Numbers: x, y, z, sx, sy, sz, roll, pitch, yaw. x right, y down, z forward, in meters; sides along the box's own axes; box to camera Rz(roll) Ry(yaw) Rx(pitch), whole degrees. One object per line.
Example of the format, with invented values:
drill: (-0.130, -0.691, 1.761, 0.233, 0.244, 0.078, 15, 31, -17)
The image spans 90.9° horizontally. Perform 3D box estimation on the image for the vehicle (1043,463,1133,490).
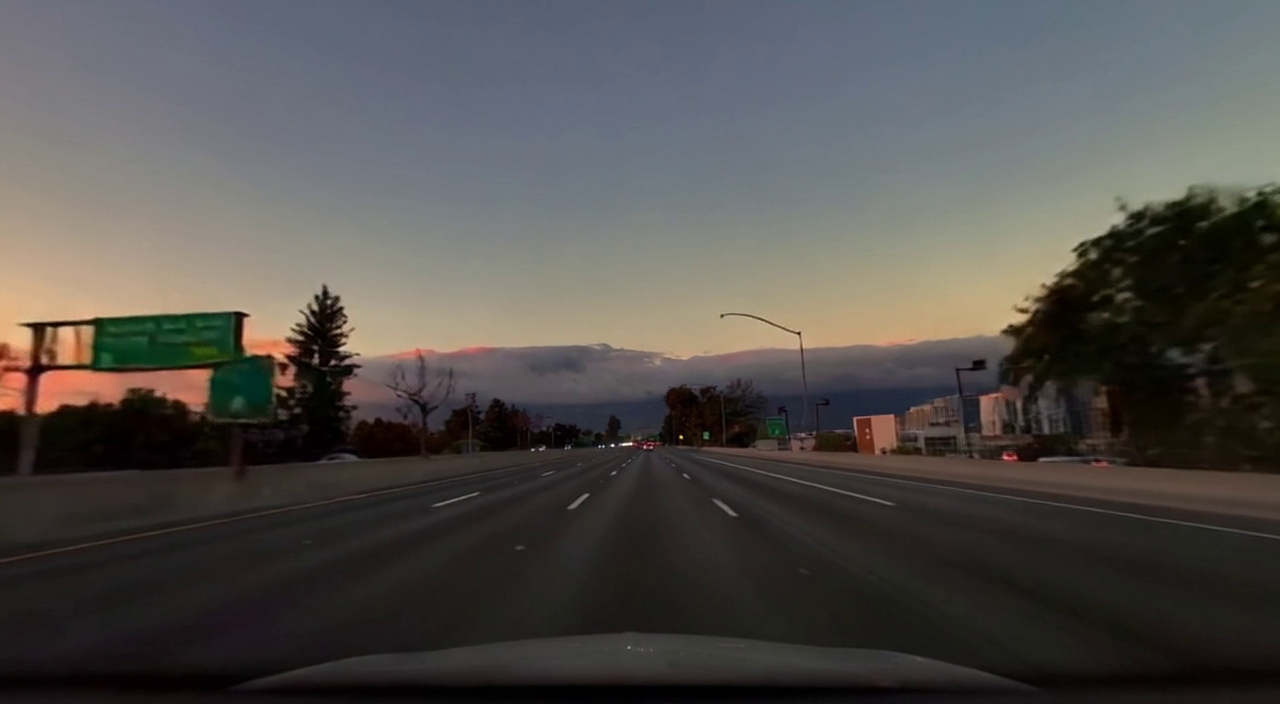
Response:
vehicle: (26.929, 7.479, 37.992, 4.085, 1.445, 1.752, -1, -8, -3)
